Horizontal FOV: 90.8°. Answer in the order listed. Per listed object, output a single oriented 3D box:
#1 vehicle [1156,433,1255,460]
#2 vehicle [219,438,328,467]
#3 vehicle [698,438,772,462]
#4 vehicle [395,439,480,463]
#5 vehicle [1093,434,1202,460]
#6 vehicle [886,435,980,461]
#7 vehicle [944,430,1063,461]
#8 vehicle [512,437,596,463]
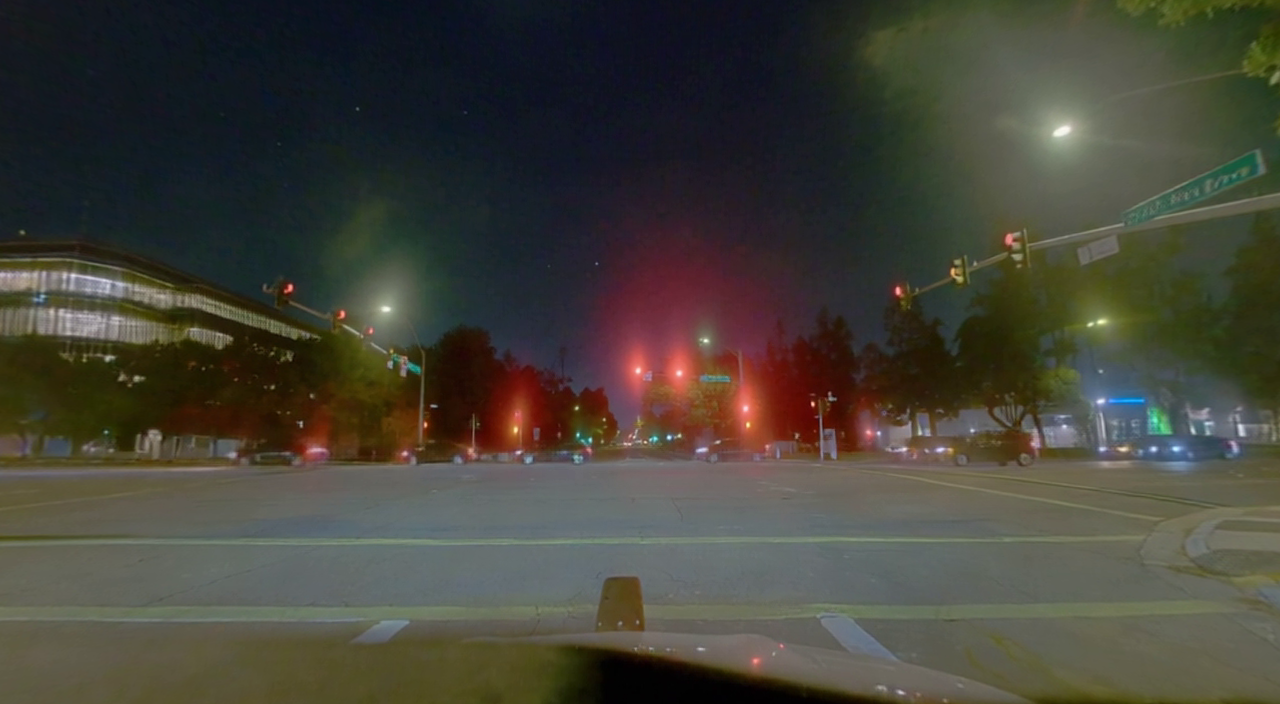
[{"bbox_3d":[36.134,6.056,40.442,4.488,1.667,1.869,0,-9,0],"label":"vehicle"},{"bbox_3d":[-19.417,5.347,33.597,4.629,1.423,1.833,-1,-9,2],"label":"vehicle"},{"bbox_3d":[5.980,6.219,40.244,4.443,1.472,1.794,0,-9,0],"label":"vehicle"},{"bbox_3d":[-12.851,6.321,40.230,4.759,1.445,1.865,0,-9,0],"label":"vehicle"},{"bbox_3d":[29.514,5.550,36.842,4.724,1.452,1.870,0,-9,1],"label":"vehicle"},{"bbox_3d":[16.966,5.579,36.742,4.519,1.476,1.767,0,-9,0],"label":"vehicle"},{"bbox_3d":[22.861,5.906,39.868,6.133,1.833,2.155,0,-9,-1],"label":"vehicle"},{"bbox_3d":[-4.914,5.692,36.735,4.631,1.435,1.715,0,-9,0],"label":"vehicle"}]
